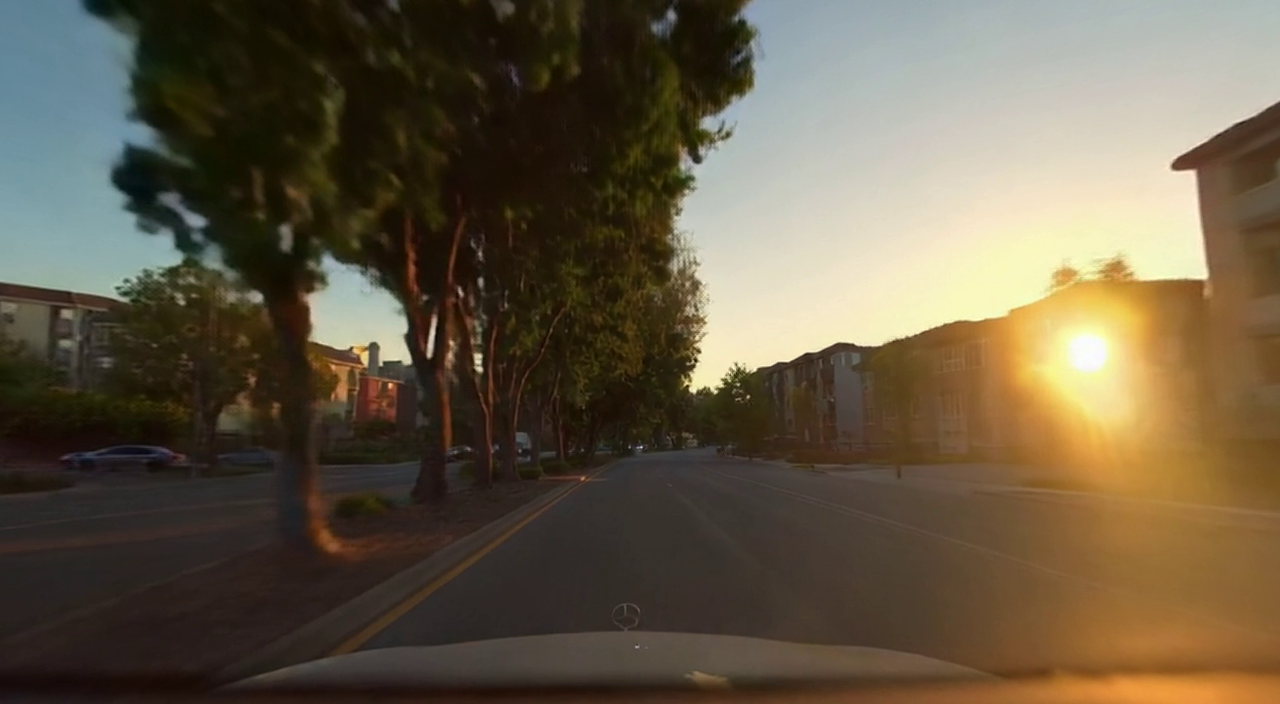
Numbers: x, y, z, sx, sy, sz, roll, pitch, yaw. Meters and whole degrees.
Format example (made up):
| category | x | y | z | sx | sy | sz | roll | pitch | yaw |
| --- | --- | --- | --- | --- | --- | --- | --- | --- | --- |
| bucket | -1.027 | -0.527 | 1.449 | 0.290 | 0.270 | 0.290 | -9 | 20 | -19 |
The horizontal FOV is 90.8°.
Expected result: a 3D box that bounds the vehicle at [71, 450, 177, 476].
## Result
| category | x | y | z | sx | sy | sz | roll | pitch | yaw |
| --- | --- | --- | --- | --- | --- | --- | --- | --- | --- |
| vehicle | -34.076 | 7.325 | 41.838 | 5.184 | 1.645 | 1.977 | 1 | -9 | -1 |
